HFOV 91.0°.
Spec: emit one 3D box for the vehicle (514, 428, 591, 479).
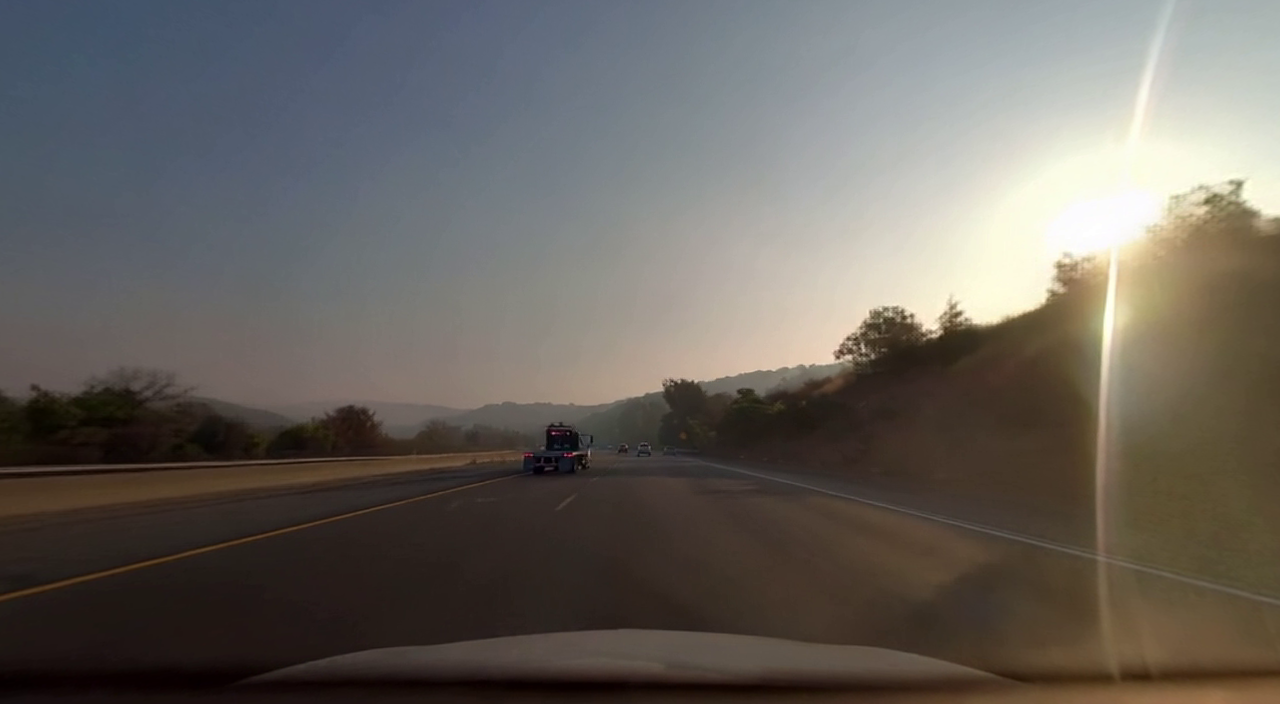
[{"bbox_3d":[-3.533,4.249,26.625,2.379,1.918,5.504,0,-8,1],"label":"vehicle"}]
